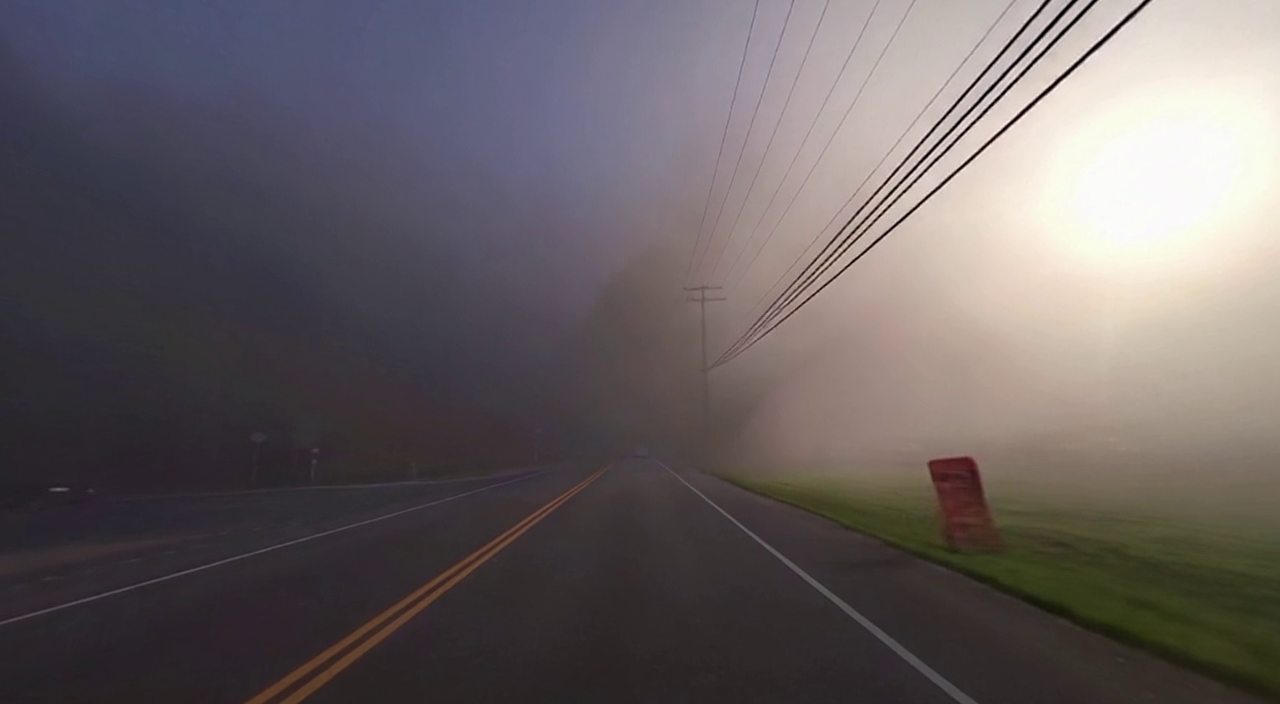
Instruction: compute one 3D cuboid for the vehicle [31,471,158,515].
[{"bbox_3d":[-28.406,7.335,32.897,4.729,1.830,2.178,-4,-9,3],"label":"vehicle"}]
